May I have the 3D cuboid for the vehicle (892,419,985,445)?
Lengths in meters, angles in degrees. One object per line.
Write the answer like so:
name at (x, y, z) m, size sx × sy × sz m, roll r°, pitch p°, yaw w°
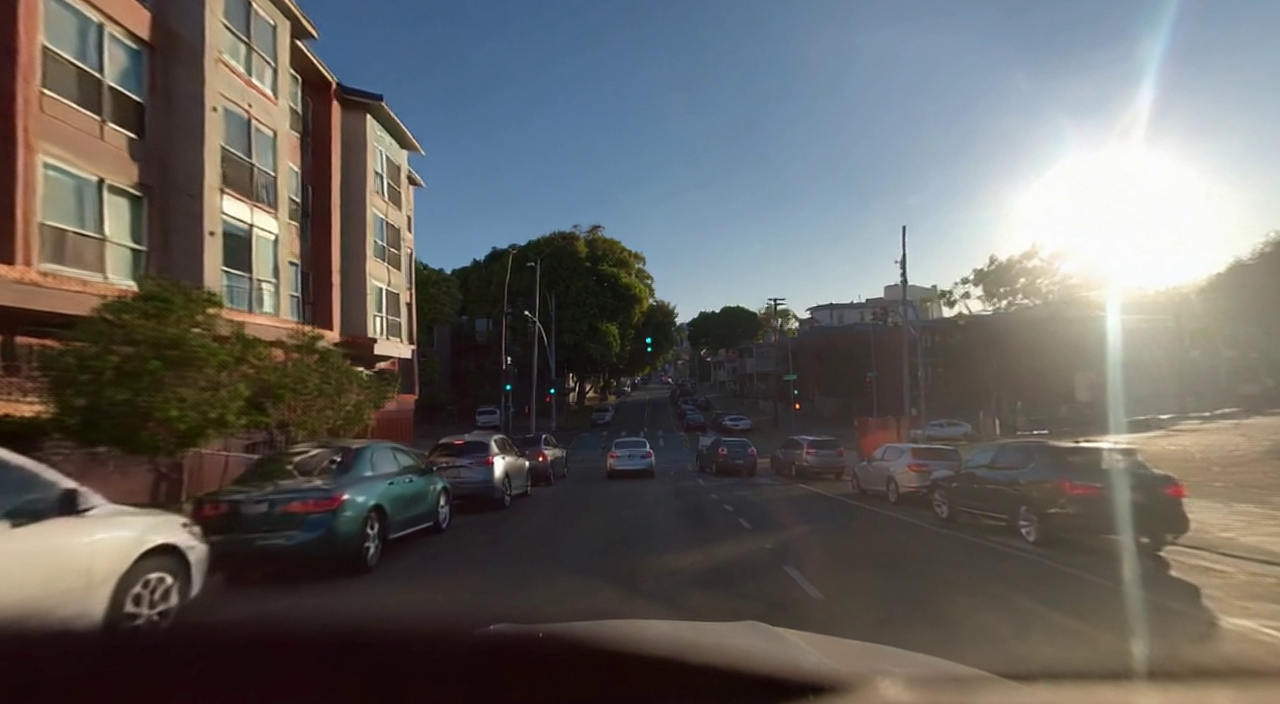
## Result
vehicle at (18.460, 4.999, 39.175) m, size 4.738 × 1.537 × 1.960 m, roll -1°, pitch -9°, yaw 3°

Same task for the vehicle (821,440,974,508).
vehicle at (6.191, 2.966, 15.828) m, size 1.962 × 1.438 × 4.440 m, roll 0°, pitch -9°, yaw 0°

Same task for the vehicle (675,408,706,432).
vehicle at (3.817, 5.268, 48.503) m, size 2.093 × 1.655 × 4.327 m, roll 0°, pitch -9°, yaw 1°

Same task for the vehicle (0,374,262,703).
vehicle at (-3.736, 0.909, 2.611) m, size 1.831 × 1.650 × 3.852 m, roll 0°, pitch -9°, yaw 2°

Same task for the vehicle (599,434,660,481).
vehicle at (-0.306, 3.611, 21.724) m, size 1.923 × 1.460 × 3.923 m, roll 0°, pitch -9°, yaw 1°

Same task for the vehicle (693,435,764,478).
vehicle at (3.231, 3.924, 23.982) m, size 2.055 × 1.450 × 4.676 m, roll 0°, pitch -9°, yaw 1°

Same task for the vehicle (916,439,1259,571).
vehicle at (6.102, 2.086, 9.469) m, size 1.938 × 1.487 × 4.371 m, roll 0°, pitch -9°, yaw 0°

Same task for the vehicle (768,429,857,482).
vehicle at (6.184, 3.773, 23.189) m, size 1.999 × 1.752 × 4.502 m, roll 0°, pitch -9°, yaw 1°

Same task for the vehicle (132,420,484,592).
vehicle at (-3.471, 1.689, 7.807) m, size 1.869 × 1.491 × 4.458 m, roll 0°, pitch -9°, yaw 1°

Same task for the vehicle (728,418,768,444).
vehicle at (6.581, 4.889, 38.762) m, size 1.815 × 1.519 × 3.491 m, roll 0°, pitch -9°, yaw 0°
